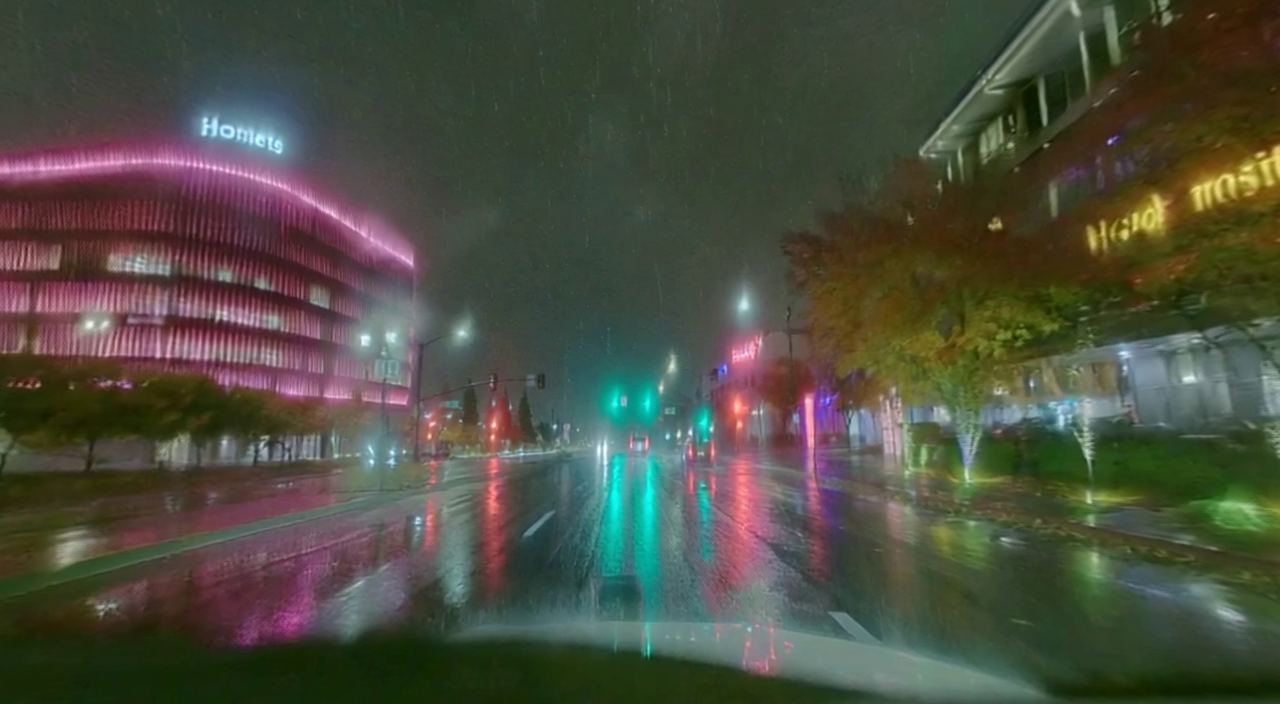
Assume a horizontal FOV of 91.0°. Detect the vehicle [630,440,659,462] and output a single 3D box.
[{"bbox_3d":[0.325,7.467,47.583,2.014,1.525,4.197,0,-9,-2],"label":"vehicle"}]
